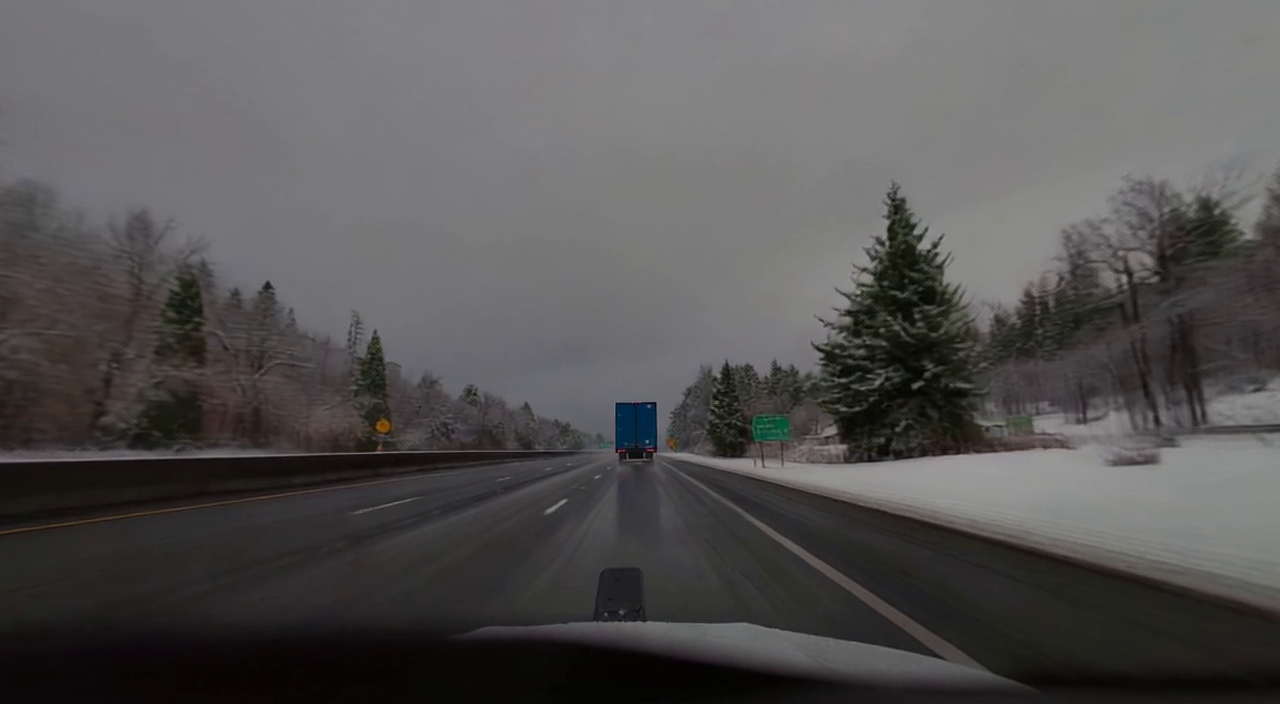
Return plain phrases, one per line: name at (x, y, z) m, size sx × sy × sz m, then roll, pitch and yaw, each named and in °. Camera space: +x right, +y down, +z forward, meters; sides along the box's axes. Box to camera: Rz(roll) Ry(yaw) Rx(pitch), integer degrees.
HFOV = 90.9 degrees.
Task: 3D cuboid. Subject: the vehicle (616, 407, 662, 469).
vehicle at (-0.172, 6.409, 46.367) m, size 2.982 × 3.947 × 11.075 m, roll 0°, pitch -9°, yaw -1°
